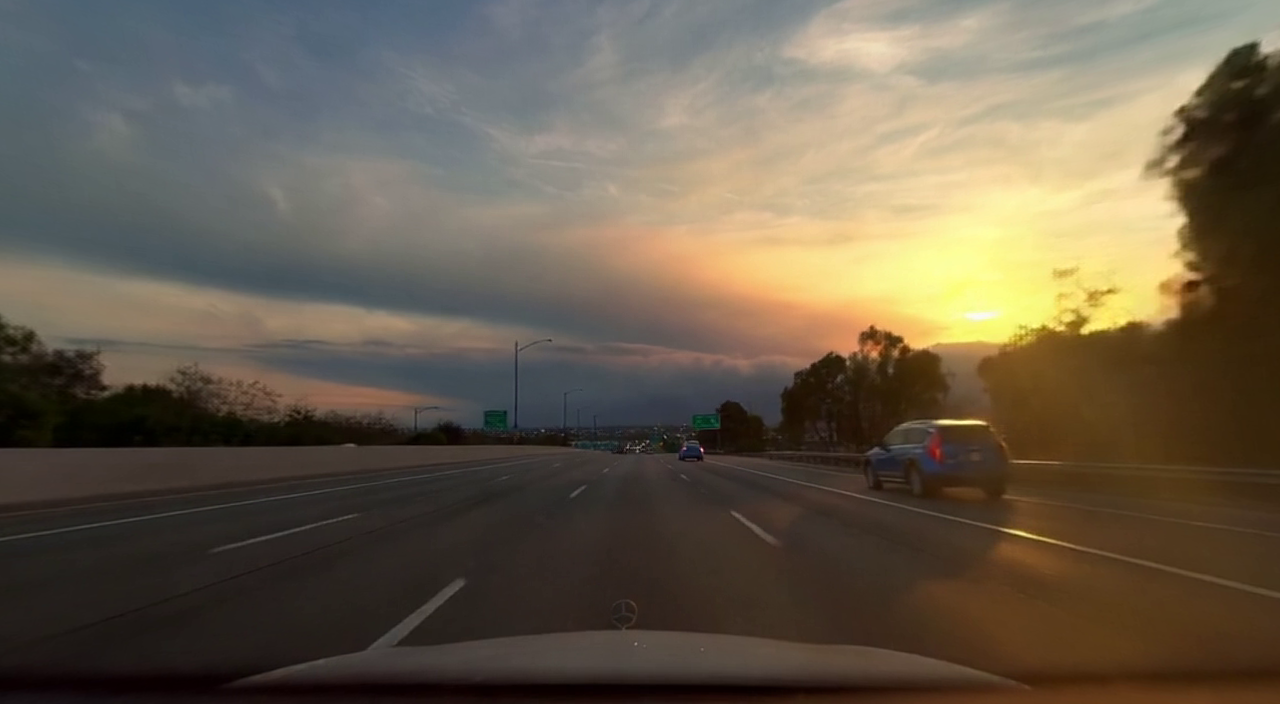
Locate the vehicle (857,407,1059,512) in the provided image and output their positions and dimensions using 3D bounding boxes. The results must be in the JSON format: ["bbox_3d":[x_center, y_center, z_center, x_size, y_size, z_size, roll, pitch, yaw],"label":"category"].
[{"bbox_3d":[6.759,2.350,14.195,2.065,1.953,4.605,0,-8,-1],"label":"vehicle"}]

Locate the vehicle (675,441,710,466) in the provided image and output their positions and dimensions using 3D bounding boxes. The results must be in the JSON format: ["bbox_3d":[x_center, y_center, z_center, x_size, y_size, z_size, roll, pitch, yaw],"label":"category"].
[{"bbox_3d":[3.467,6.790,42.387,2.000,1.533,3.770,0,-8,-1],"label":"vehicle"}]
